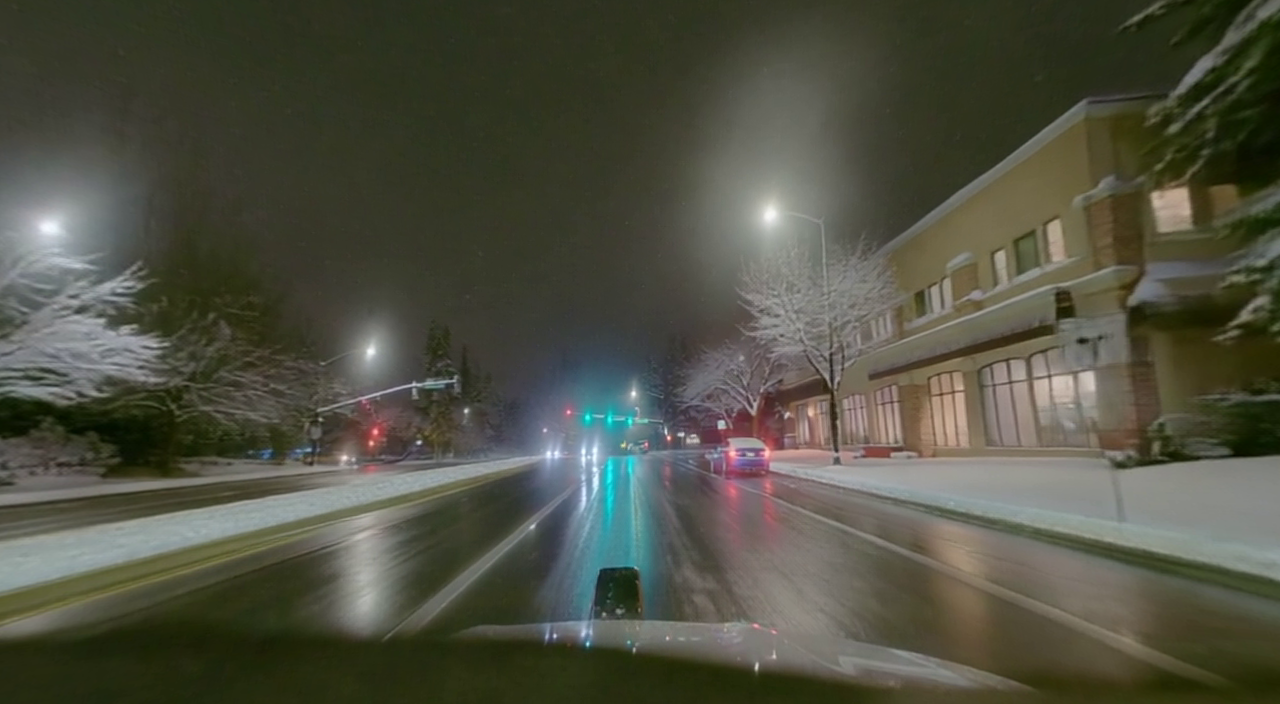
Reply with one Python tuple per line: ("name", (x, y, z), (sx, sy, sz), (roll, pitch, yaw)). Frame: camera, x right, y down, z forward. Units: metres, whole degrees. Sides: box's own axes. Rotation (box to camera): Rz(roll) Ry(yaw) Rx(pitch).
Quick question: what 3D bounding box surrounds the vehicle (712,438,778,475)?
("vehicle", (4.457, 4.507, 27.467), (1.942, 1.469, 4.049), (0, -9, -3))
